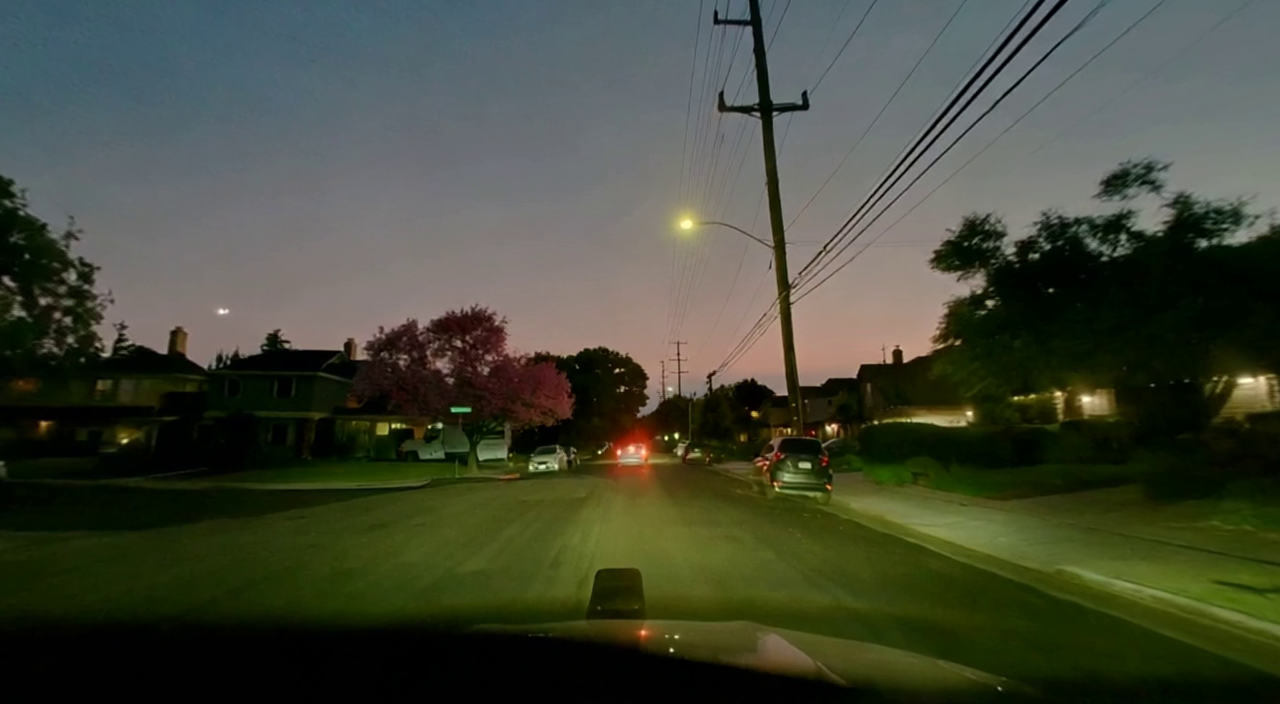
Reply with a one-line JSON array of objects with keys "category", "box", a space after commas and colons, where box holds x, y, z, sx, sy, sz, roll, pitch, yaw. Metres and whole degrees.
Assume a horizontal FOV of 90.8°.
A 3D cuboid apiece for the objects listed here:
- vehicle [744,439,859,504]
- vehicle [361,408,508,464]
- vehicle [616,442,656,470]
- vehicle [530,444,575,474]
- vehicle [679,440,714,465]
[{"category": "vehicle", "box": [4.206, 3.168, 17.207, 2.058, 1.535, 4.323, 0, -8, 1]}, {"category": "vehicle", "box": [-12.954, 5.399, 40.409, 8.239, 3.354, 2.902, 0, -9, 1]}, {"category": "vehicle", "box": [-0.137, 5.779, 35.448, 2.075, 1.449, 4.526, 0, -8, 2]}, {"category": "vehicle", "box": [-4.804, 5.919, 35.190, 1.874, 1.413, 4.442, 0, -7, 0]}, {"category": "vehicle", "box": [3.959, 7.122, 44.970, 2.103, 1.679, 4.386, 0, -8, 0]}]
